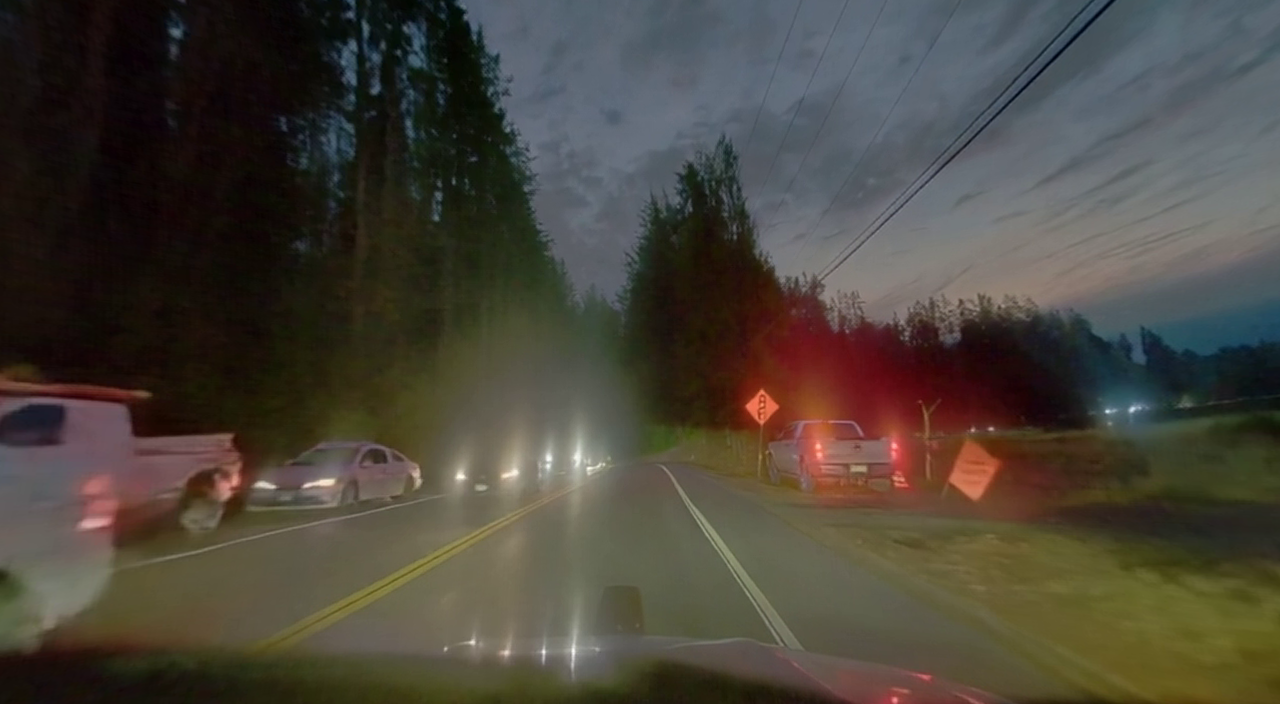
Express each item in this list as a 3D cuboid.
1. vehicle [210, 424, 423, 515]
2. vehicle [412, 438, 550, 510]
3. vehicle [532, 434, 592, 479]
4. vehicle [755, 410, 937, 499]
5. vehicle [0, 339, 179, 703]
[{"bbox_3d":[-7.946,2.936,16.514,2.353,1.943,5.853,0,-8,1],"label":"vehicle"},{"bbox_3d":[-3.460,2.732,14.681,1.981,1.410,4.162,0,-8,2],"label":"vehicle"},{"bbox_3d":[-3.673,5.037,30.829,2.221,1.969,5.153,0,-8,0],"label":"vehicle"},{"bbox_3d":[5.373,2.826,17.895,2.845,2.053,6.457,0,-8,-1],"label":"vehicle"},{"bbox_3d":[-4.062,0.664,1.621,2.177,1.803,4.690,0,-8,0],"label":"vehicle"}]
